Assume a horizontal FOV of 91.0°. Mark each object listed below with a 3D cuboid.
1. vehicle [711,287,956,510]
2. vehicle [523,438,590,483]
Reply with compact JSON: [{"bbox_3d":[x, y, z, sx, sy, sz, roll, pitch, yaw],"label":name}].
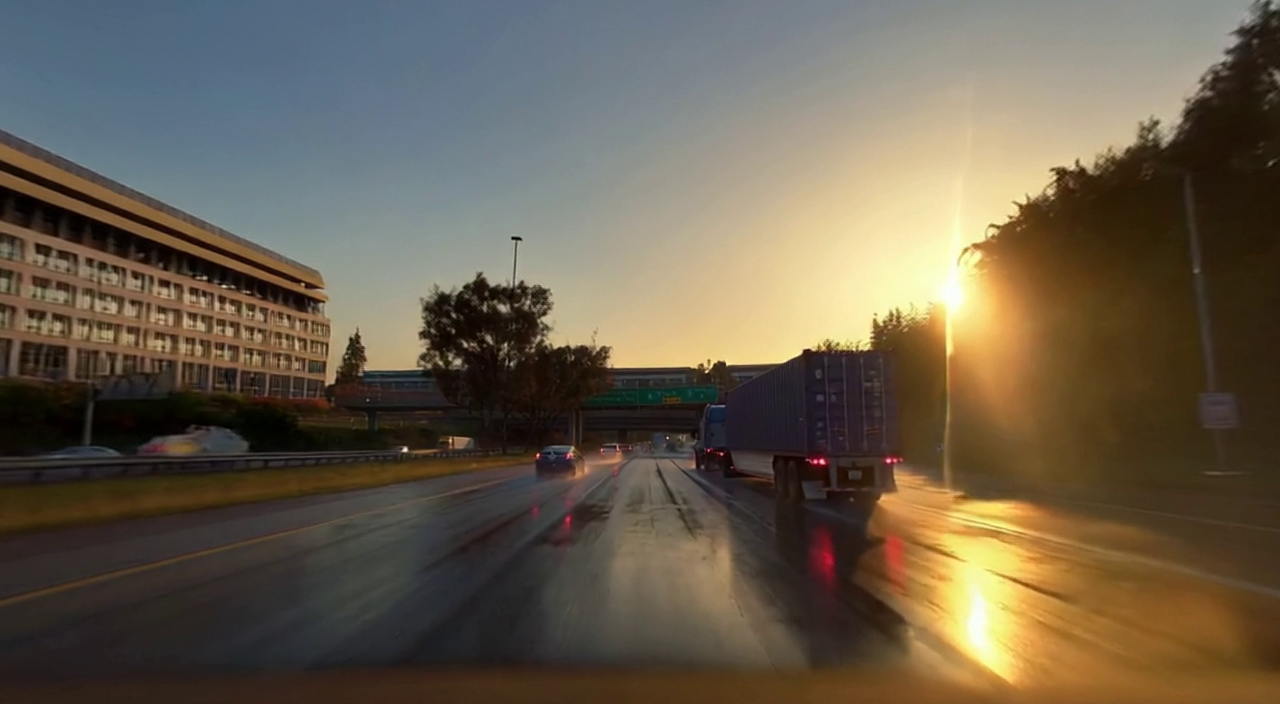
[{"bbox_3d":[4.199,1.793,18.094,2.893,3.992,13.605,-1,-8,1],"label":"vehicle"},{"bbox_3d":[-3.028,4.033,23.728,1.954,1.528,4.010,0,-8,0],"label":"vehicle"}]
